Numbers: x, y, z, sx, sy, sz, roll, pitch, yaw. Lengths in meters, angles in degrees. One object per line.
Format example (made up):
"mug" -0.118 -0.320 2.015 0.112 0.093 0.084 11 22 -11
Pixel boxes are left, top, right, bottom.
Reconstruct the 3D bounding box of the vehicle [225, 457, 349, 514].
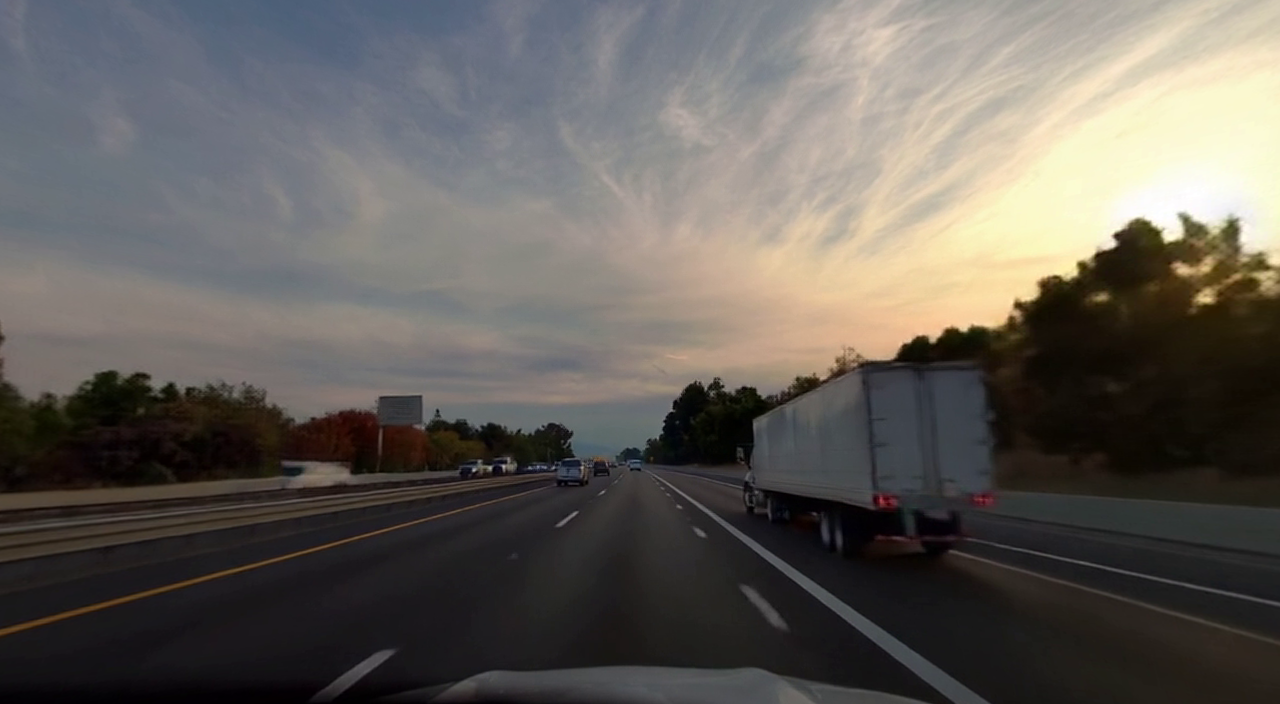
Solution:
"vehicle" -11.842 4.488 21.487 1.891 1.730 3.977 1 -10 -1

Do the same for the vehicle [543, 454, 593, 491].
"vehicle" -3.991 6.837 35.839 2.272 1.873 4.832 1 -10 0

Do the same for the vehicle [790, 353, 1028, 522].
"vehicle" 7.542 3.012 19.851 3.235 4.088 9.243 0 -12 0
